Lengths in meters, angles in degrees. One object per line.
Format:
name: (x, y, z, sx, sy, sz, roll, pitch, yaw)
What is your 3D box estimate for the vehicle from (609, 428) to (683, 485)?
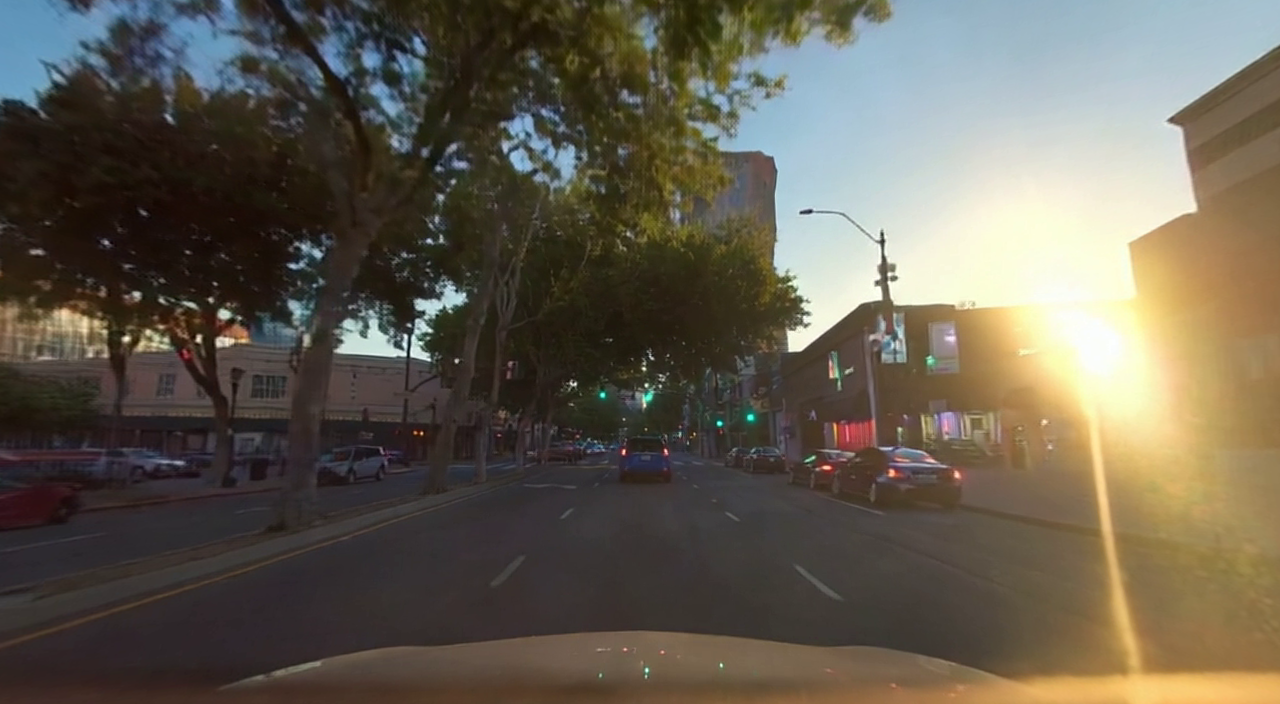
vehicle: (0.161, 3.703, 22.610, 2.382, 1.796, 4.610, 0, -8, -1)

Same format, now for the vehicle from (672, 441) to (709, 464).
vehicle: (3.454, 6.931, 43.744, 2.209, 1.478, 4.138, 0, -8, 0)

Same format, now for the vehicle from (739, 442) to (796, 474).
vehicle: (6.460, 5.397, 32.459, 1.986, 1.515, 4.265, 0, -8, -1)

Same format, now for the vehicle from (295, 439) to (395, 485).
vehicle: (-13.728, 5.124, 29.852, 2.197, 1.985, 5.183, 0, -8, 0)

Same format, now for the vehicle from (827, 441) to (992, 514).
vehicle: (6.334, 2.974, 15.579, 2.048, 1.484, 4.709, 0, -8, 1)

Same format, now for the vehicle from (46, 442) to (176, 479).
vehicle: (-28.031, 5.754, 33.600, 4.767, 1.843, 2.339, 0, -9, 1)

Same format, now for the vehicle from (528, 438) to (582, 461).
vehicle: (-6.758, 7.703, 49.914, 2.125, 1.757, 4.427, 7, -11, -39)
